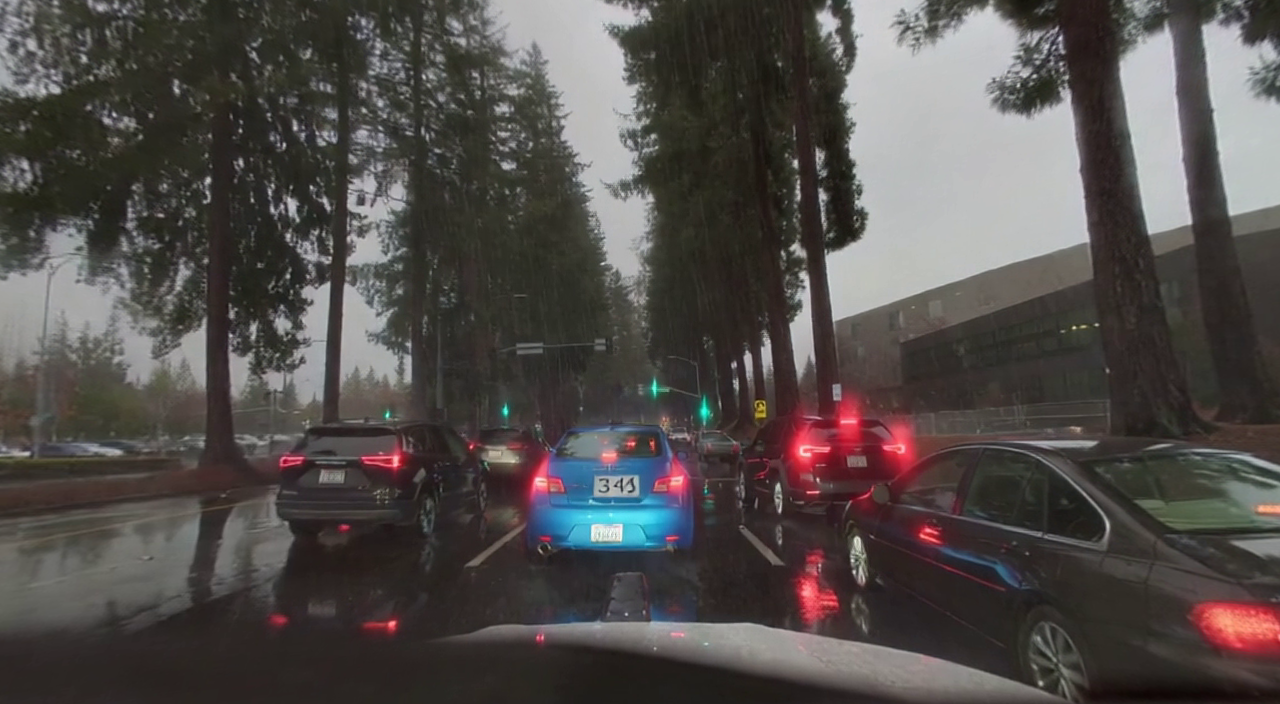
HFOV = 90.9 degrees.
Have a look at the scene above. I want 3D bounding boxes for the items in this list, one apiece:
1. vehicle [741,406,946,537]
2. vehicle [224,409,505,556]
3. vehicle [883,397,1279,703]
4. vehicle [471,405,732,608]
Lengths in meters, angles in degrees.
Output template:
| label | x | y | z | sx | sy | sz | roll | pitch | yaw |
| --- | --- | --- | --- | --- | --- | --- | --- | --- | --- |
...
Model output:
| label | x | y | z | sx | sy | sz | roll | pitch | yaw |
| --- | --- | --- | --- | --- | --- | --- | --- | --- | --- |
| vehicle | 3.327 | 2.082 | 11.536 | 2.117 | 1.879 | 4.715 | 0 | -8 | -1 |
| vehicle | -3.768 | 1.892 | 9.892 | 2.141 | 1.718 | 4.809 | 0 | -8 | 1 |
| vehicle | 3.234 | 1.070 | 3.375 | 2.045 | 1.459 | 4.462 | 0 | -8 | -1 |
| vehicle | -0.359 | 1.586 | 7.422 | 2.114 | 1.631 | 4.459 | 0 | -8 | -1 |
